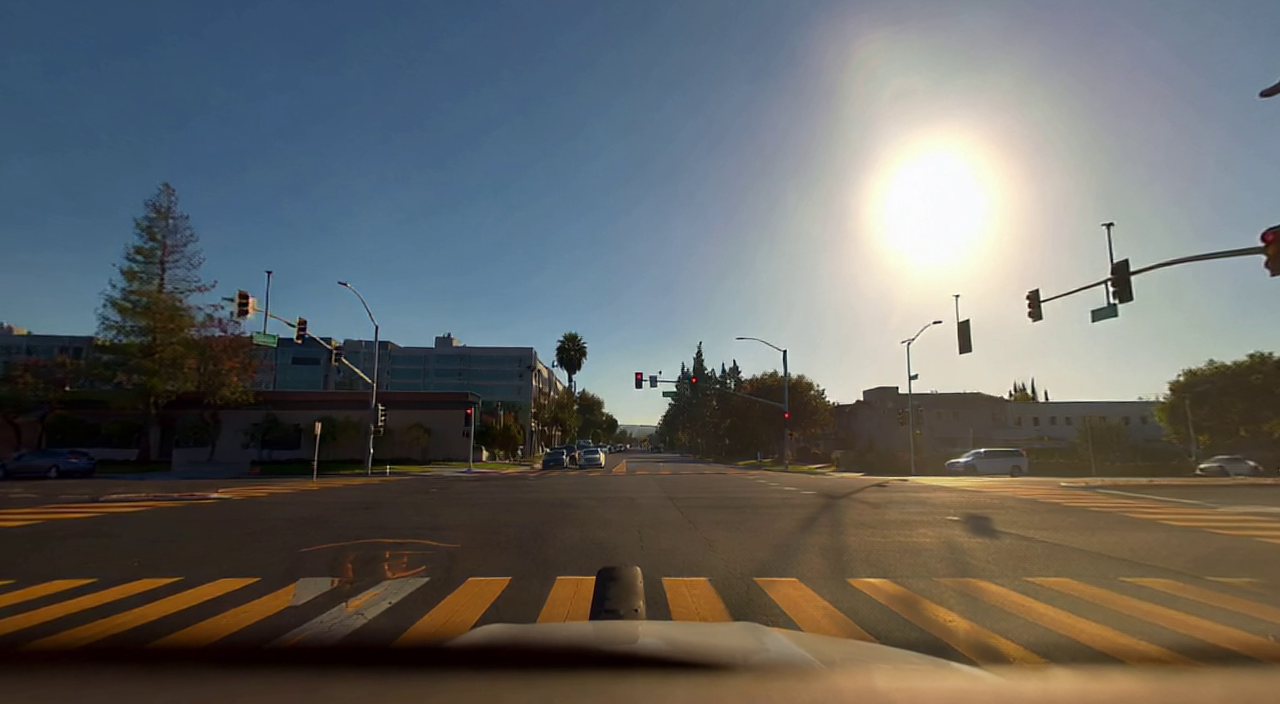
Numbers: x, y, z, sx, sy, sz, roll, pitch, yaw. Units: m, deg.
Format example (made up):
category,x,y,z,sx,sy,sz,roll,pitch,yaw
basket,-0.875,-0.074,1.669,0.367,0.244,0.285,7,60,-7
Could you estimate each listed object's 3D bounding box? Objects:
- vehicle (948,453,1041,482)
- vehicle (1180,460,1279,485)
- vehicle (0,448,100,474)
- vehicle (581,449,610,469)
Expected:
category,x,y,z,sx,sy,sz,roll,pitch,yaw
vehicle,21.108,6.879,37.582,4.447,1.623,1.801,0,-9,-3
vehicle,36.230,7.316,38.295,4.976,1.428,1.929,0,-9,-2
vehicle,-35.129,6.420,37.187,4.741,1.447,1.807,0,-9,0
vehicle,-3.441,8.358,49.217,1.908,1.441,4.142,0,-8,1
